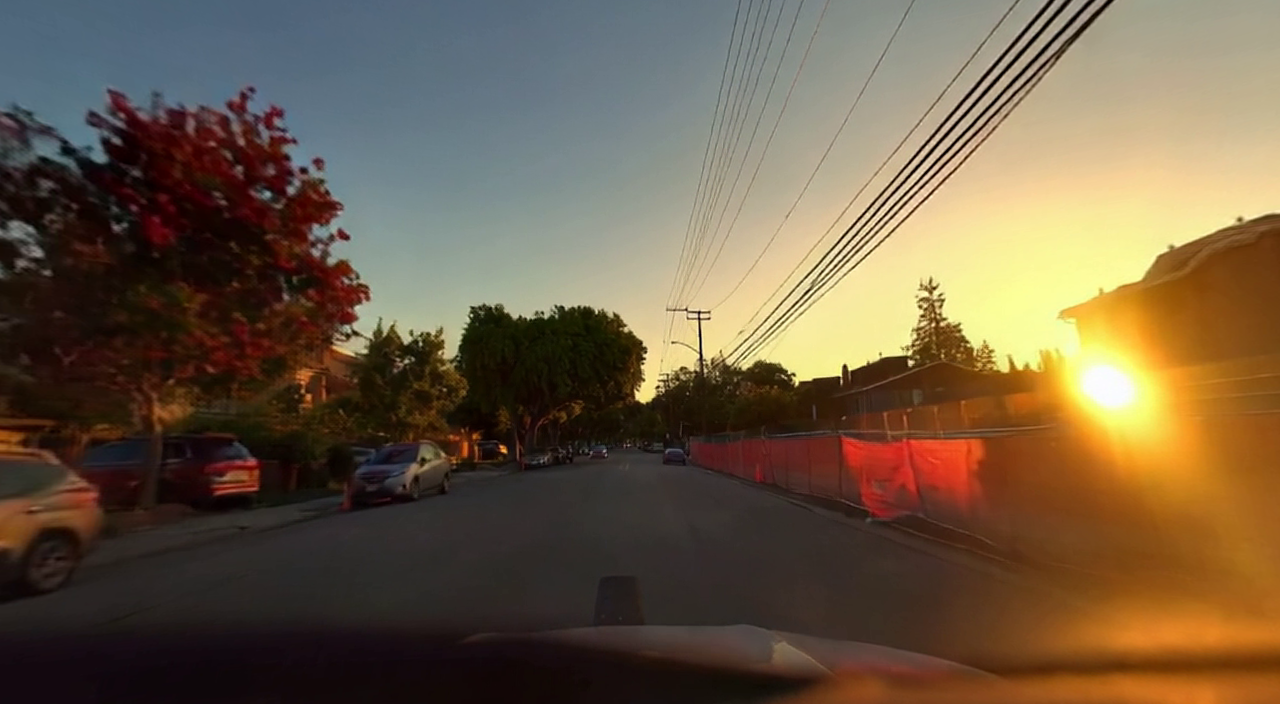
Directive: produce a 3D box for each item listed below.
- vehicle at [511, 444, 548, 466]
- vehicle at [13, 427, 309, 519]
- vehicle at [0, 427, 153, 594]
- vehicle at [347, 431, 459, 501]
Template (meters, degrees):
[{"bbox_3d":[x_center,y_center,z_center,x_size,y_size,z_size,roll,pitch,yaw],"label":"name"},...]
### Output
[{"bbox_3d":[-8.200,7.707,47.280,2.041,1.480,4.474,-2,-9,-2],"label":"vehicle"},{"bbox_3d":[-10.480,2.663,14.169,4.872,1.844,2.095,0,-8,0],"label":"vehicle"},{"bbox_3d":[-7.694,1.611,6.228,2.019,1.723,4.650,0,-8,1],"label":"vehicle"},{"bbox_3d":[-6.878,3.362,18.833,1.932,1.743,4.079,-2,-9,-3],"label":"vehicle"}]
